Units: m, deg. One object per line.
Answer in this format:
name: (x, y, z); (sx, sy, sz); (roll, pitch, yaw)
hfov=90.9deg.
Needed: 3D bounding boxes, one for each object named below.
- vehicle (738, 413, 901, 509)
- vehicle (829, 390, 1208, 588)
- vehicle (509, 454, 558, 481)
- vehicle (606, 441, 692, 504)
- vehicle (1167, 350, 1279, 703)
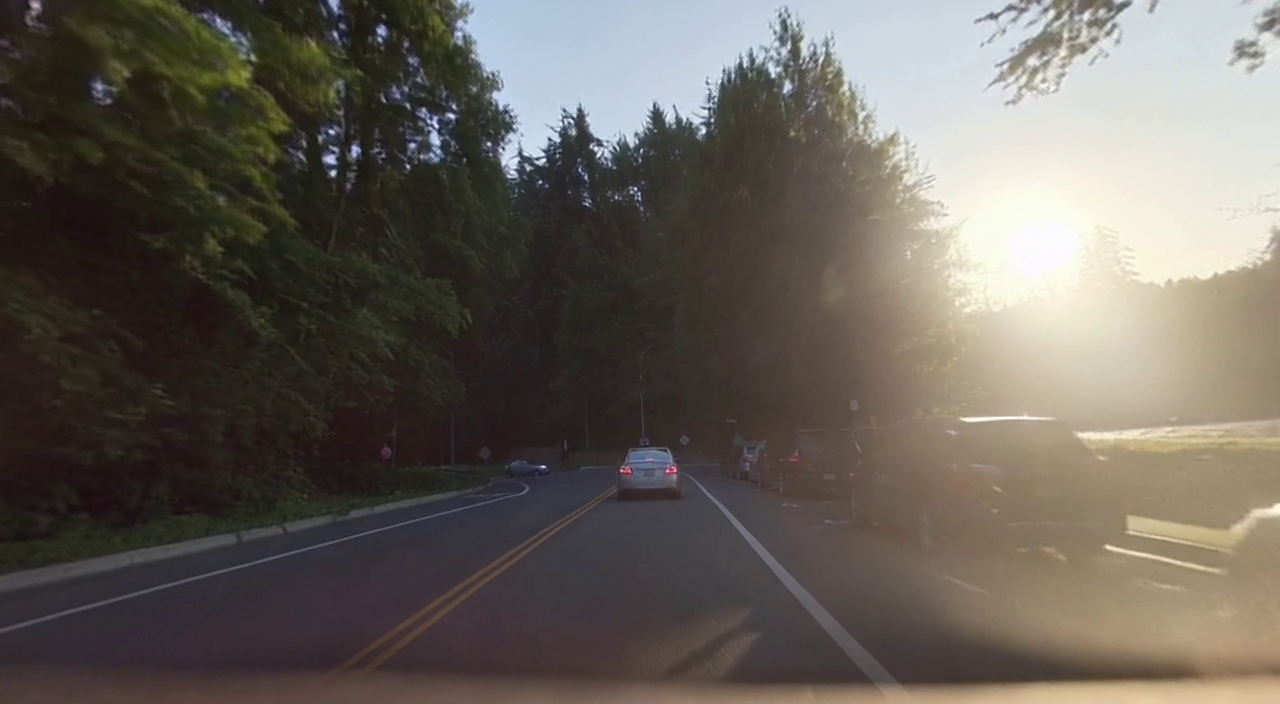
vehicle: (4.311, 2.795, 16.646); (2.484, 2.037, 6.362); (0, -8, 0)
vehicle: (4.173, 1.592, 8.132); (2.093, 1.822, 4.483); (0, -8, 0)
vehicle: (-8.425, 8.990, 49.352); (2.131, 1.961, 4.955); (5, -10, -30)
vehicle: (0.280, 3.224, 17.349); (2.078, 1.521, 4.058); (0, -8, 2)
vehicle: (4.099, 0.616, 1.378); (1.969, 1.738, 4.515); (0, -8, 1)
